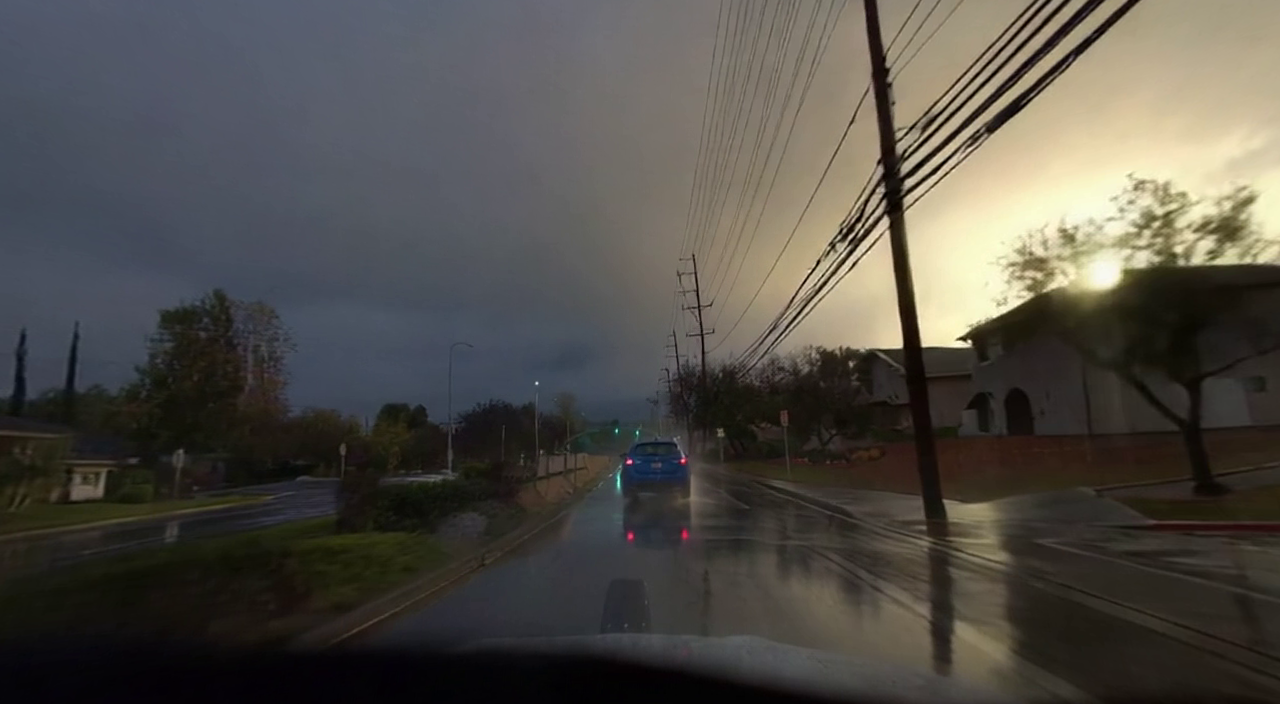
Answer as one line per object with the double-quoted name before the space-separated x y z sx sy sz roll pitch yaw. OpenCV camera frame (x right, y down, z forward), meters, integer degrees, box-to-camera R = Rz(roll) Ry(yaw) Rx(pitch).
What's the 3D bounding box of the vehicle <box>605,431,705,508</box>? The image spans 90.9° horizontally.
"vehicle" 0.355 2.901 16.007 2.200 1.653 4.127 0 -8 1
